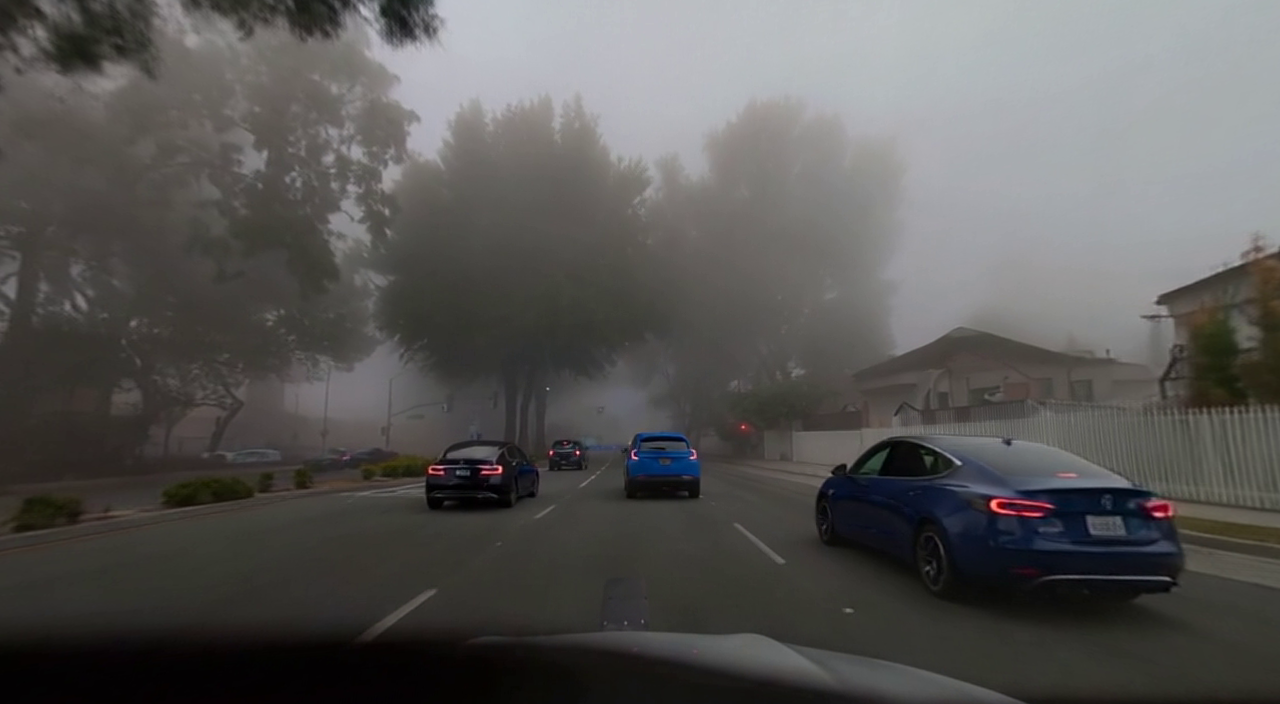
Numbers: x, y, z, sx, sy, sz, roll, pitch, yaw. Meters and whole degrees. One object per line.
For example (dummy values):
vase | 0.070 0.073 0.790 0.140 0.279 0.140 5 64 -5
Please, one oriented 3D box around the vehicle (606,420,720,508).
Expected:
vehicle | 0.397 2.581 14.893 2.280 1.747 4.361 0 -8 -2

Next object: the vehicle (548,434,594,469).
vehicle | -3.589 5.277 33.538 2.014 1.755 4.360 0 -8 0

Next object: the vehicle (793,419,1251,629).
vehicle | 3.335 1.581 6.910 2.017 1.491 4.611 0 -8 -2

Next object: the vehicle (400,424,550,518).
vehicle | -3.302 2.491 13.735 2.043 1.687 4.676 0 -8 -1

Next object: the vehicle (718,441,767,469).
vehicle | 5.746 5.845 35.844 2.010 1.486 4.498 0 -8 0
